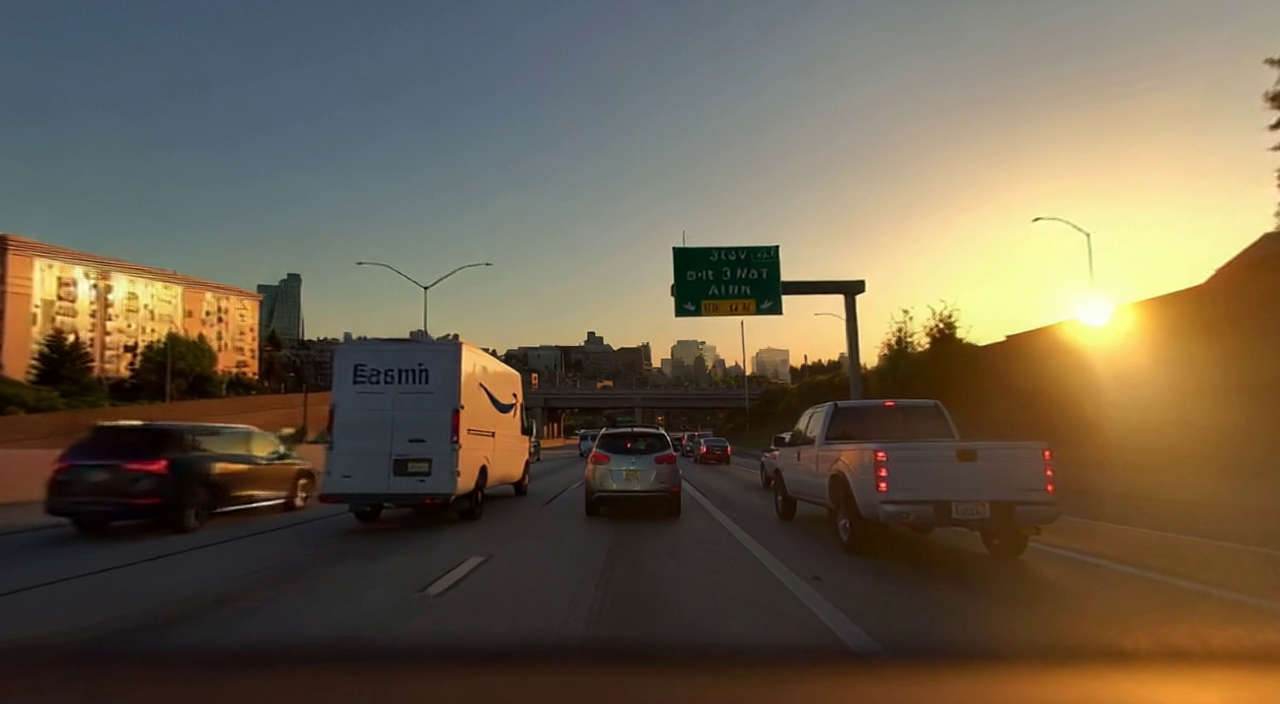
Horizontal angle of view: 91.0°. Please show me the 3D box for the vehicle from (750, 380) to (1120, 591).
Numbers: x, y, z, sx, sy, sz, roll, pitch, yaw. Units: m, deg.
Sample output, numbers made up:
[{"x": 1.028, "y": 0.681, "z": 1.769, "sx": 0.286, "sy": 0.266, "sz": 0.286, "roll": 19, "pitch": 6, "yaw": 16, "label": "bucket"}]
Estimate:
[{"x": 3.121, "y": 1.591, "z": 8.340, "sx": 2.341, "sy": 1.890, "sz": 5.144, "roll": 1, "pitch": -9, "yaw": -1, "label": "vehicle"}]

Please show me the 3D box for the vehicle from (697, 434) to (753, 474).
[{"x": 3.941, "y": 4.814, "z": 29.997, "sx": 2.064, "sy": 1.720, "sz": 4.416, "roll": 0, "pitch": -9, "yaw": 0, "label": "vehicle"}]

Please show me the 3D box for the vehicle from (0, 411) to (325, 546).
[{"x": -7.196, "y": 1.864, "z": 9.927, "sx": 2.031, "sy": 1.583, "sz": 4.646, "roll": 0, "pitch": -9, "yaw": 0, "label": "vehicle"}]

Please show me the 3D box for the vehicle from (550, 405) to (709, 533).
[{"x": -0.146, "y": 2.018, "z": 11.328, "sx": 2.287, "sy": 1.823, "sz": 4.369, "roll": 0, "pitch": -9, "yaw": 0, "label": "vehicle"}]

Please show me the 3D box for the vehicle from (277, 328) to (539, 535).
[{"x": -3.687, "y": 1.555, "z": 11.978, "sx": 2.415, "sy": 2.821, "sz": 6.636, "roll": 0, "pitch": -9, "yaw": 0, "label": "vehicle"}]
